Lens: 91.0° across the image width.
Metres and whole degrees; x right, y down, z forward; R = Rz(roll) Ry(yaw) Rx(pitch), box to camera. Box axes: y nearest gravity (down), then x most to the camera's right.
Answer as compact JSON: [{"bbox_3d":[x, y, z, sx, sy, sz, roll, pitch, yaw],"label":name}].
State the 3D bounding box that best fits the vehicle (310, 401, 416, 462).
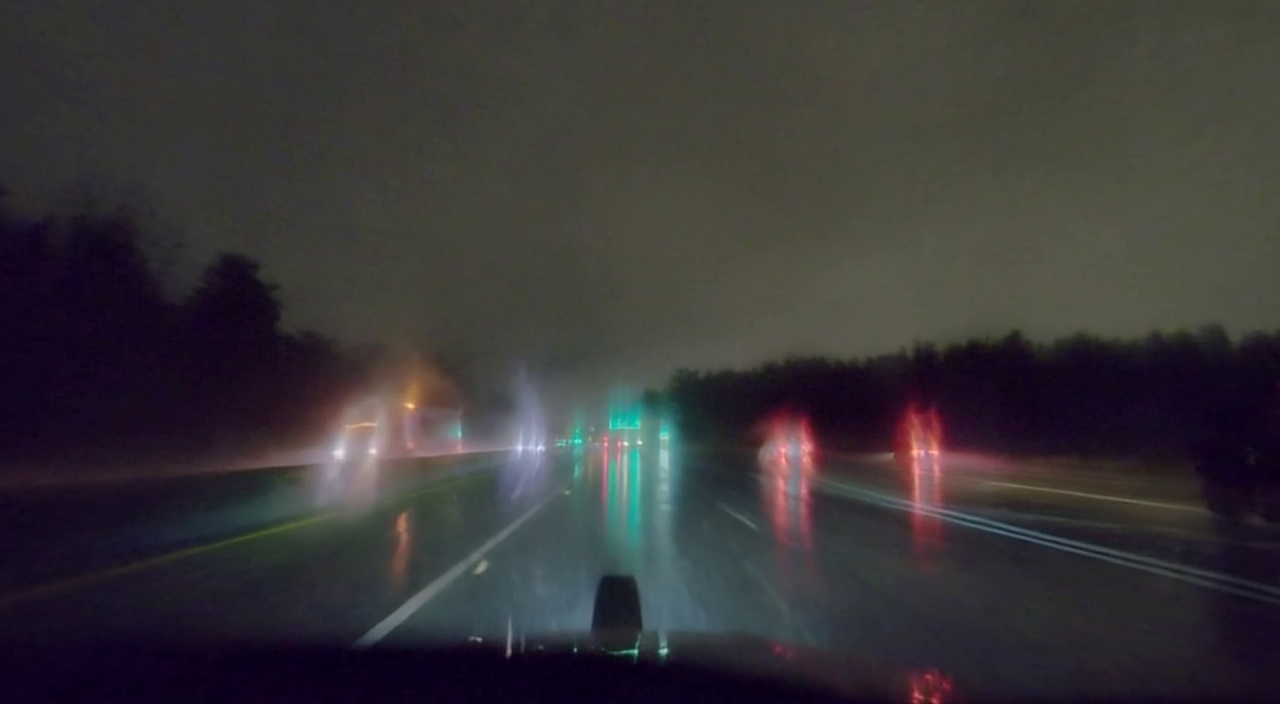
[{"bbox_3d":[-15.510,4.629,35.994,2.776,3.088,7.592,0,-9,-2],"label":"vehicle"}]
